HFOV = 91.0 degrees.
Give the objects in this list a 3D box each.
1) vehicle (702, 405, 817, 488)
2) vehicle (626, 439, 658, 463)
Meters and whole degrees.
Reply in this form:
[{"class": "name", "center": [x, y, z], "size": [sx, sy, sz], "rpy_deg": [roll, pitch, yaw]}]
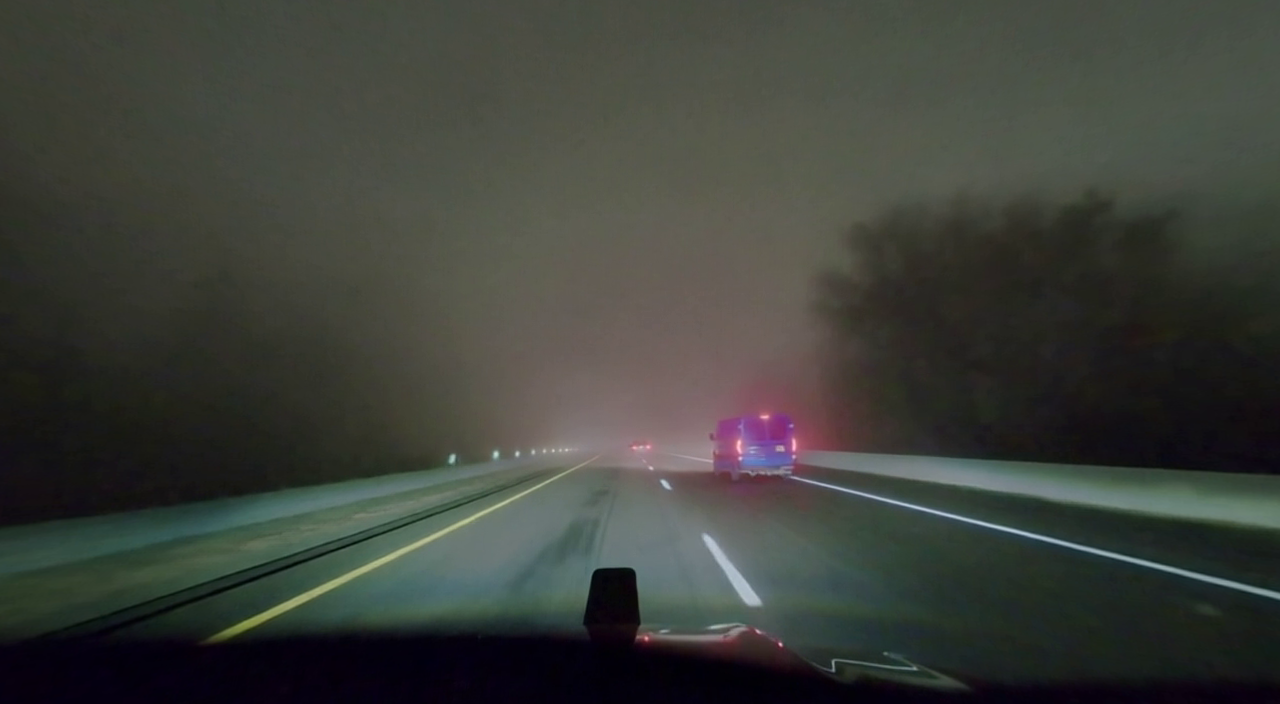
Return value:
[{"class": "vehicle", "center": [3.272, 2.728, 18.338], "size": [2.269, 2.048, 4.679], "rpy_deg": [0, -8, -2]}, {"class": "vehicle", "center": [0.119, 6.619, 42.287], "size": [2.005, 1.466, 3.739], "rpy_deg": [-1, -8, 0]}]
